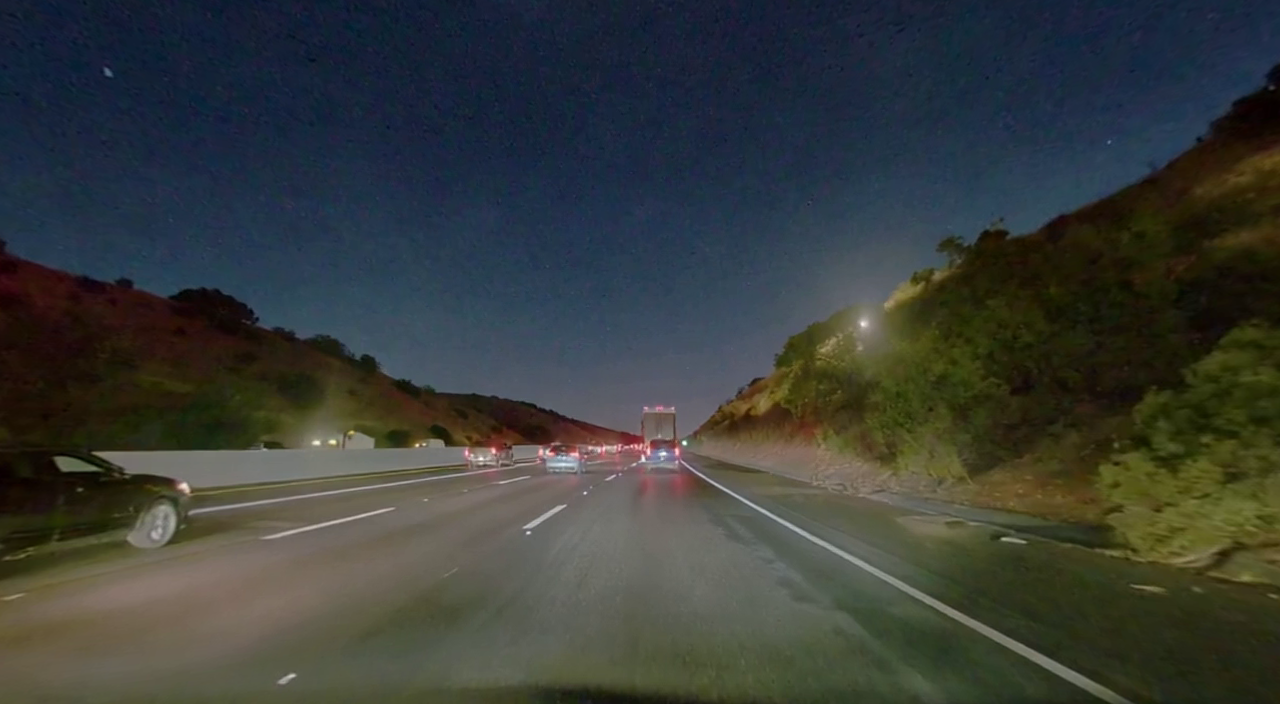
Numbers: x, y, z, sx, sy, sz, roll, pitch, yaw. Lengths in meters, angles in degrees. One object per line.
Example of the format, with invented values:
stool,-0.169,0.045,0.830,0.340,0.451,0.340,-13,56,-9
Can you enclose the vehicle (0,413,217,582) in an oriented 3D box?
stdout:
vehicle,-7.352,1.527,6.858,2.101,1.648,4.728,0,-9,1

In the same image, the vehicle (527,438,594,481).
vehicle,-3.302,4.576,27.147,2.155,1.661,4.477,0,-9,2

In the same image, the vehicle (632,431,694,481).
vehicle,0.873,4.166,25.416,2.281,1.795,4.297,0,-9,1

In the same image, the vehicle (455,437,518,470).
vehicle,-10.153,6.766,42.296,2.421,2.025,6.236,0,-9,3
